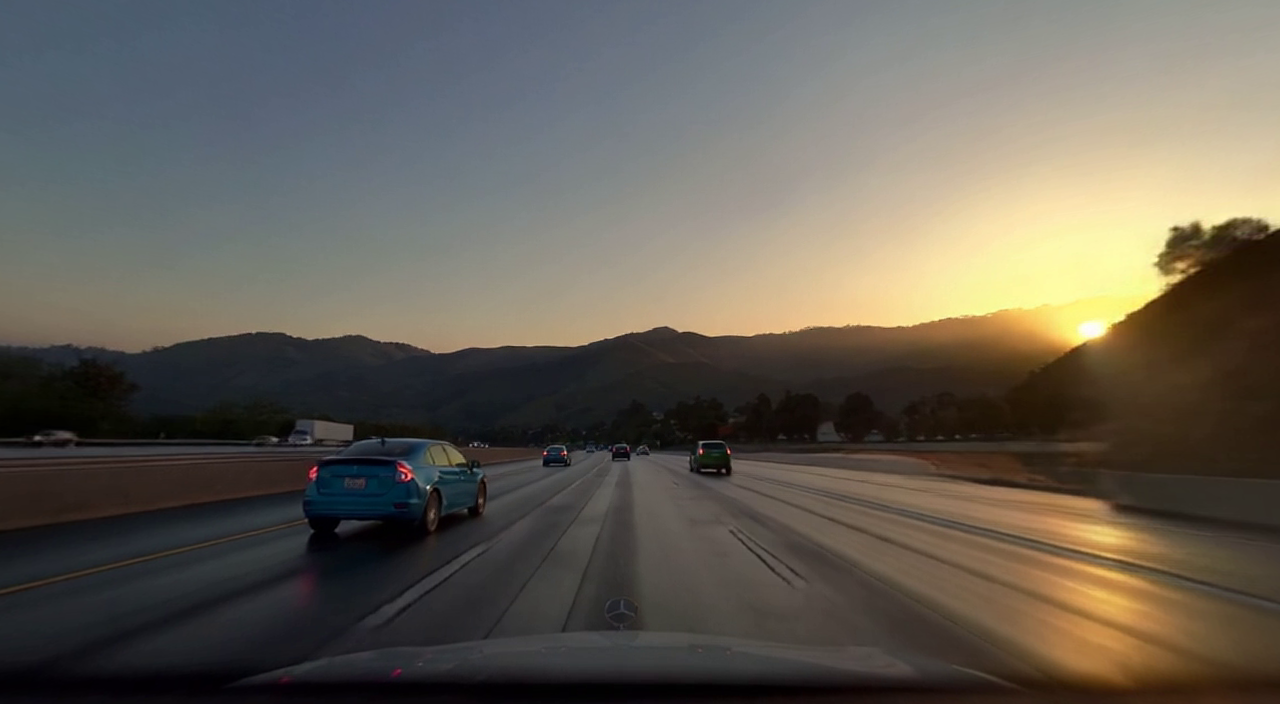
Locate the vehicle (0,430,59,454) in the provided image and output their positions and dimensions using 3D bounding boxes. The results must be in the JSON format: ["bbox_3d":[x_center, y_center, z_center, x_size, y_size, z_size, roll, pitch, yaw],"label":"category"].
[{"bbox_3d":[-40.026,5.746,40.173,1.764,1.492,4.342,0,-9,-1],"label":"vehicle"}]

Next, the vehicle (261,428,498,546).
[{"bbox_3d":[-3.870,2.074,10.352,1.993,1.500,4.248,0,-9,1],"label":"vehicle"}]

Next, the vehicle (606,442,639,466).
[{"bbox_3d":[-1.176,7.035,43.529,2.147,1.572,4.094,0,-9,-1],"label":"vehicle"}]

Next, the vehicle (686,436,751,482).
[{"bbox_3d":[3.347,4.687,27.902,2.222,1.820,4.733,0,-9,-1],"label":"vehicle"}]

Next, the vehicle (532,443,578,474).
[{"bbox_3d":[-4.266,5.429,32.265,1.796,1.464,3.839,0,-9,0],"label":"vehicle"}]
